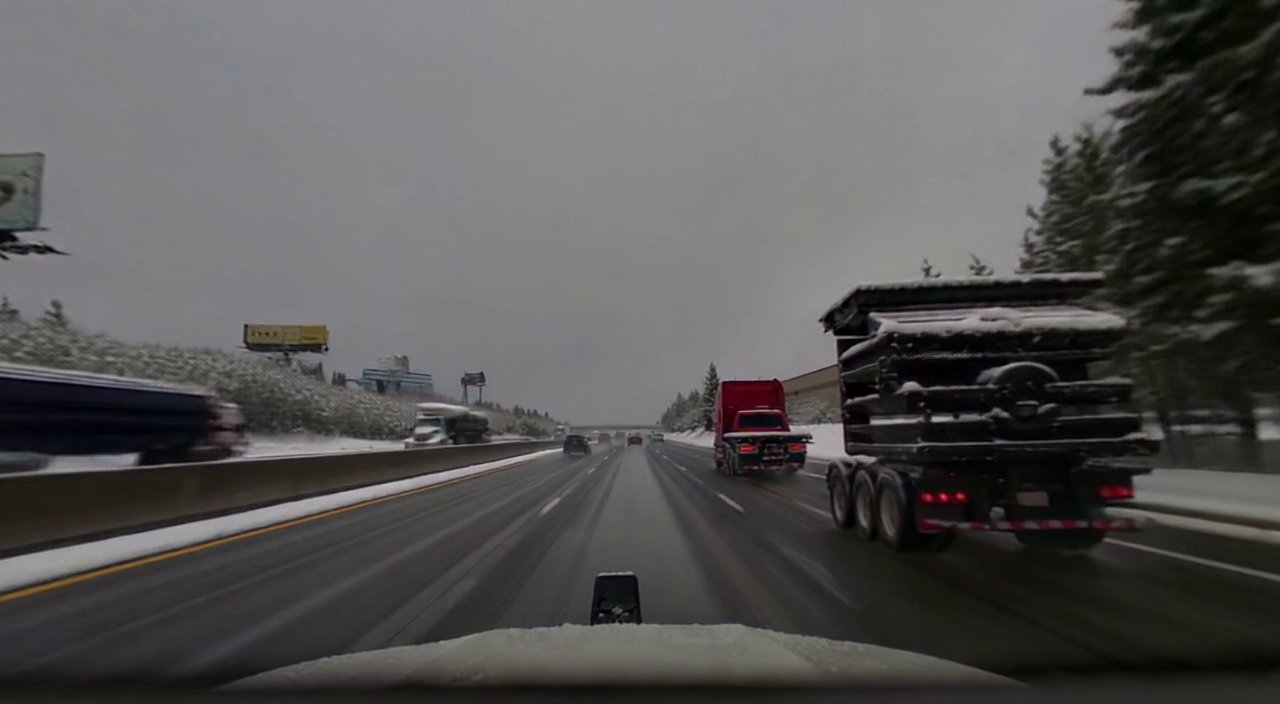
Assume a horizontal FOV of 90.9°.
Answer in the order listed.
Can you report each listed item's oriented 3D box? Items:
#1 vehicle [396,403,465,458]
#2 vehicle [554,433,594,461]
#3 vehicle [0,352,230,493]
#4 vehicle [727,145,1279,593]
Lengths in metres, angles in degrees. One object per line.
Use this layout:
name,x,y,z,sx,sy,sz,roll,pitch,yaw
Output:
vehicle,-15.668,5.980,47.656,3.132,3.881,5.928,0,-8,-1
vehicle,-3.646,5.322,35.528,1.930,1.484,3.849,0,-8,-1
vehicle,-20.190,2.516,21.778,2.843,4.105,13.825,0,-8,-1
vehicle,3.944,0.806,10.993,2.871,3.815,11.331,0,-8,-2
